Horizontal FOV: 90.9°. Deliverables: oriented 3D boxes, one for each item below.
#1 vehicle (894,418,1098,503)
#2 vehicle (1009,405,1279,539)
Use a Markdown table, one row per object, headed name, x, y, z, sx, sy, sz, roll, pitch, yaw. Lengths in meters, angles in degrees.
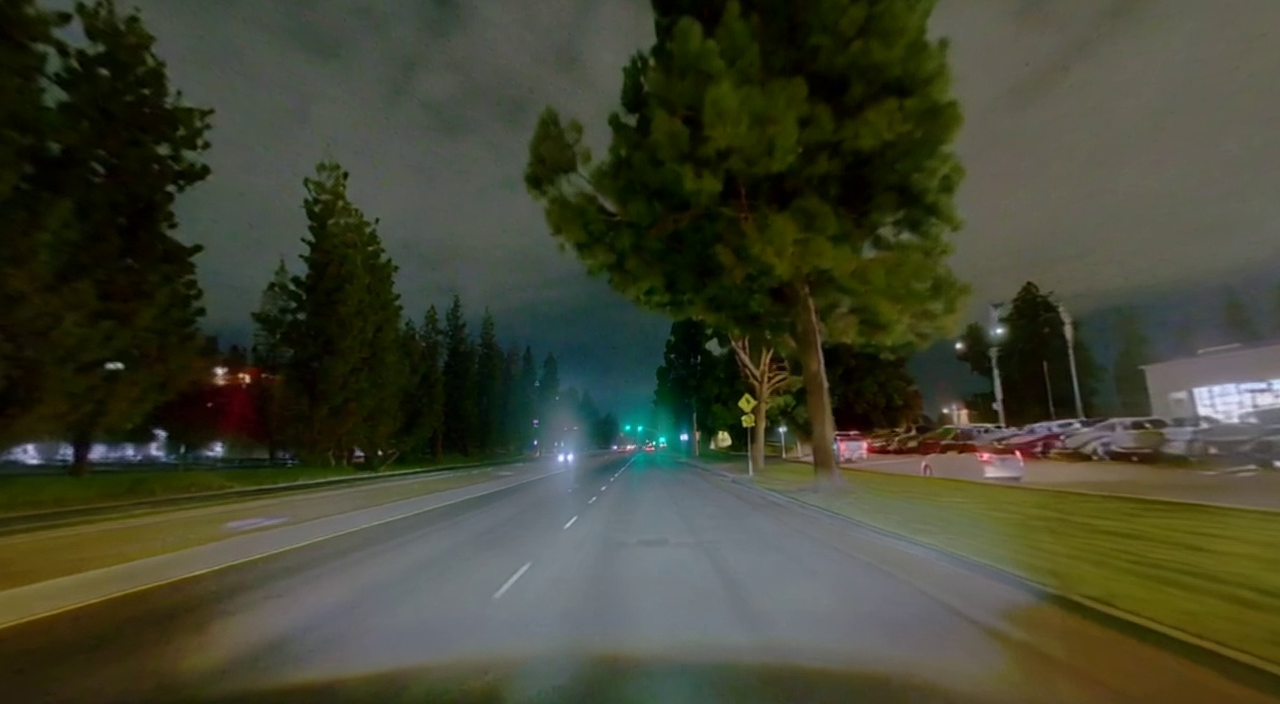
| name | x | y | z | sx | sy | sz | roll | pitch | yaw |
| --- | --- | --- | --- | --- | --- | --- | --- | --- | --- |
| vehicle | 7.804 | 2.479 | 14.531 | 1.896 | 1.615 | 4.778 | 0 | -9 | 0 |
| vehicle | 8.016 | 1.673 | 9.403 | 1.993 | 1.476 | 4.821 | 0 | -8 | -1 |
